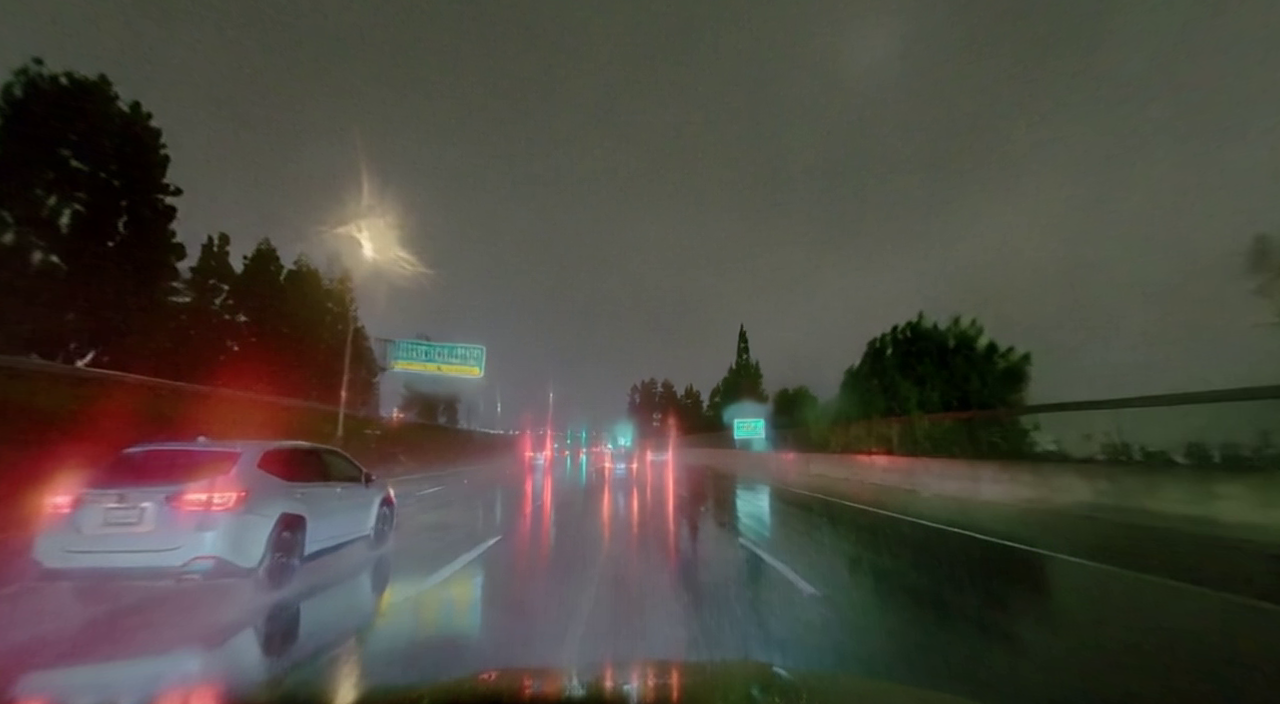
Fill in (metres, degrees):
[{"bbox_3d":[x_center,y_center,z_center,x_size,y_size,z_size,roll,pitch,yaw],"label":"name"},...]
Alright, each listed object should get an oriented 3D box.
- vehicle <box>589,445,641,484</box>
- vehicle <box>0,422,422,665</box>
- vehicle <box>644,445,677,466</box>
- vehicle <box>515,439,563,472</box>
[{"bbox_3d":[-1.062,4.516,25.746,1.947,1.437,4.345,0,-9,-4],"label":"vehicle"},{"bbox_3d":[-4.128,1.563,6.456,2.049,1.482,4.981,0,-9,0],"label":"vehicle"},{"bbox_3d":[1.480,7.619,46.697,2.021,1.447,3.985,0,-9,-4],"label":"vehicle"},{"bbox_3d":[-5.662,5.891,36.093,2.244,1.755,4.417,0,-9,-3],"label":"vehicle"}]
